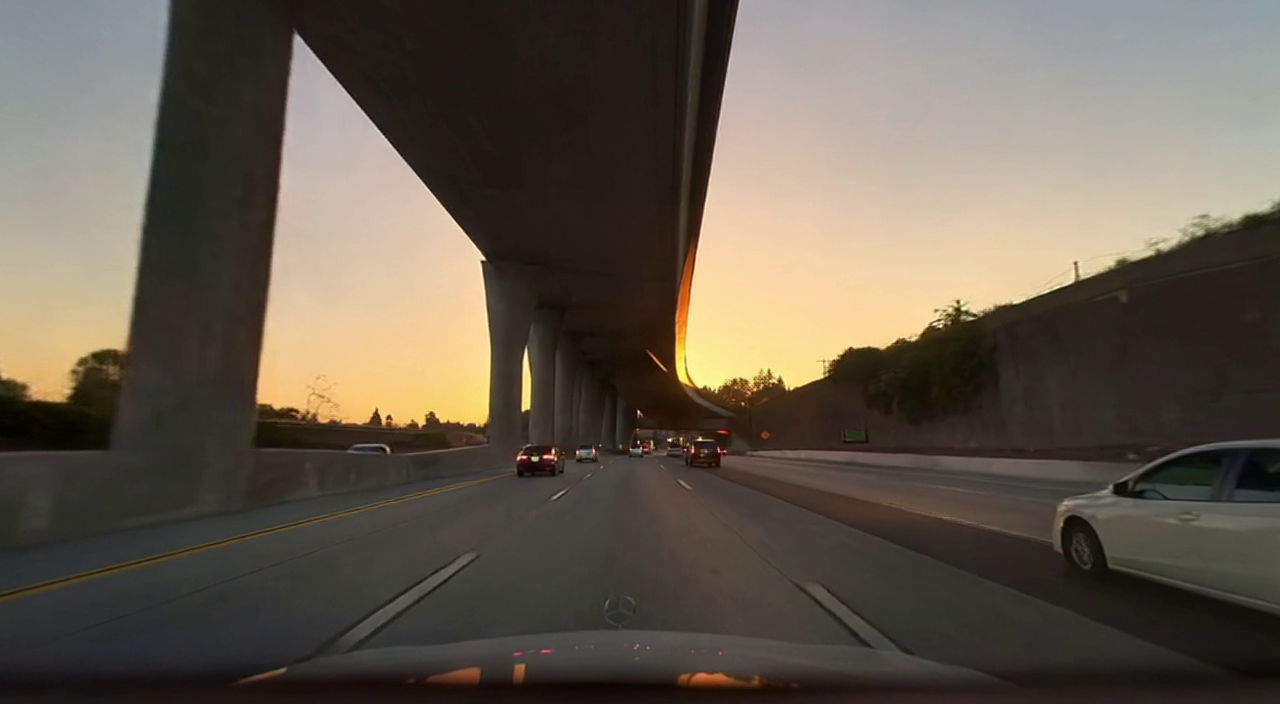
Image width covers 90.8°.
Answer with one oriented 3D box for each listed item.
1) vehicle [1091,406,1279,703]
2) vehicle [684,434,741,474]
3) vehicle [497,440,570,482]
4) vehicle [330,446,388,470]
[{"bbox_3d":[3.992,0.848,2.017,1.989,1.472,4.322,-1,-9,2],"label":"vehicle"},{"bbox_3d":[3.401,4.904,30.404,2.072,1.761,4.242,0,-9,-2],"label":"vehicle"},{"bbox_3d":[-4.114,4.296,25.173,1.997,1.476,4.703,0,-9,1],"label":"vehicle"},{"bbox_3d":[-18.238,6.862,41.145,1.877,1.456,4.569,0,-9,-3],"label":"vehicle"}]
